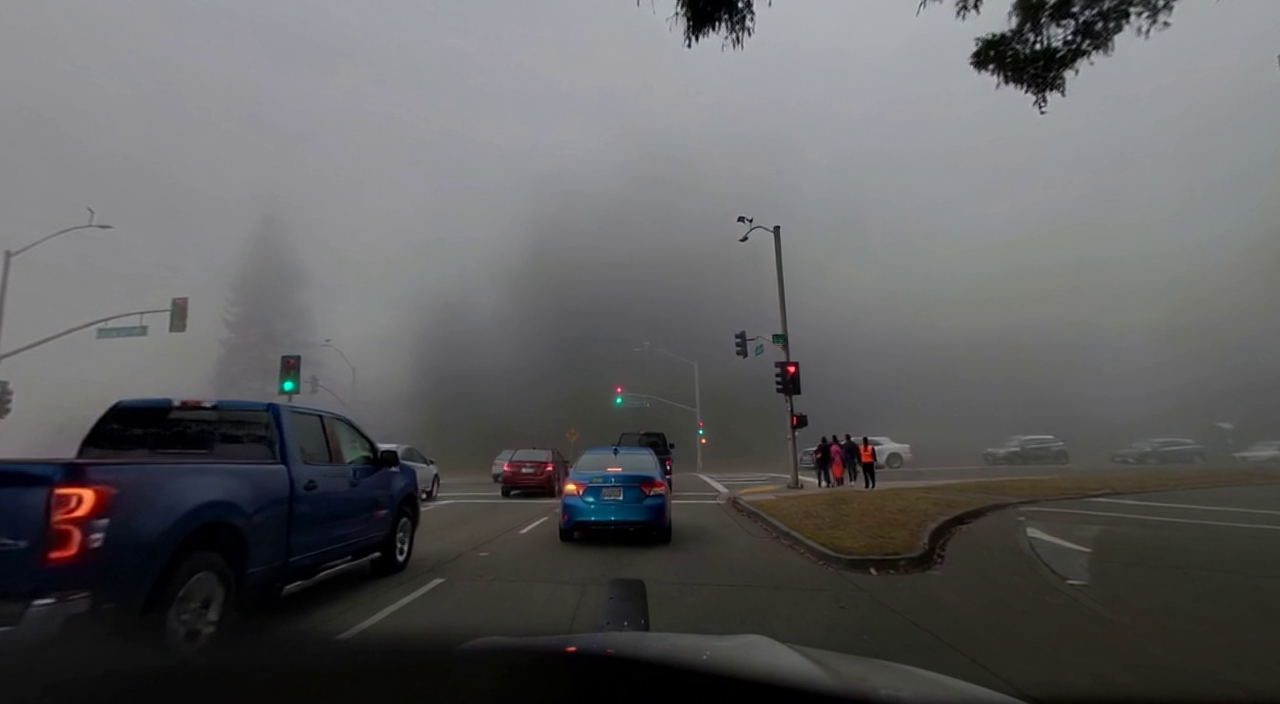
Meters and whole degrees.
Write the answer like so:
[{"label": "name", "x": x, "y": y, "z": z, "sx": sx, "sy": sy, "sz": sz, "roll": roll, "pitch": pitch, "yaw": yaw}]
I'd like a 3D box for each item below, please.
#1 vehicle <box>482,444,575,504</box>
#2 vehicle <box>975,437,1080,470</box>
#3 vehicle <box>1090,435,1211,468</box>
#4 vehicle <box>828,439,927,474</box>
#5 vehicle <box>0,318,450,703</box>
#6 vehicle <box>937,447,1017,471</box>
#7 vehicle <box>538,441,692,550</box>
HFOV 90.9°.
[{"label": "vehicle", "x": -3.361, "y": 3.764, "z": 20.042, "sx": 2.003, "sy": 1.655, "sz": 4.878, "roll": 0, "pitch": -9, "yaw": 0}, {"label": "vehicle", "x": 22.021, "y": 5.763, "z": 35.964, "sx": 4.529, "sy": 1.786, "sz": 2.110, "roll": 0, "pitch": -9, "yaw": 2}, {"label": "vehicle", "x": 29.027, "y": 5.676, "z": 35.954, "sx": 4.967, "sy": 1.794, "sz": 2.044, "roll": 0, "pitch": -9, "yaw": 3}, {"label": "vehicle", "x": 12.302, "y": 5.428, "z": 32.894, "sx": 4.394, "sy": 1.724, "sz": 1.886, "roll": 0, "pitch": -9, "yaw": 1}, {"label": "vehicle", "x": -3.576, "y": 1.180, "z": 5.375, "sx": 2.202, "sy": 1.961, "sz": 4.980, "roll": 0, "pitch": -9, "yaw": 2}, {"label": "vehicle", "x": 21.211, "y": 6.724, "z": 39.793, "sx": 3.983, "sy": 1.443, "sz": 1.831, "roll": 0, "pitch": -9, "yaw": 1}, {"label": "vehicle", "x": -0.310, "y": 2.342, "z": 11.077, "sx": 2.144, "sy": 1.497, "sz": 4.446, "roll": 0, "pitch": -9, "yaw": 1}]
